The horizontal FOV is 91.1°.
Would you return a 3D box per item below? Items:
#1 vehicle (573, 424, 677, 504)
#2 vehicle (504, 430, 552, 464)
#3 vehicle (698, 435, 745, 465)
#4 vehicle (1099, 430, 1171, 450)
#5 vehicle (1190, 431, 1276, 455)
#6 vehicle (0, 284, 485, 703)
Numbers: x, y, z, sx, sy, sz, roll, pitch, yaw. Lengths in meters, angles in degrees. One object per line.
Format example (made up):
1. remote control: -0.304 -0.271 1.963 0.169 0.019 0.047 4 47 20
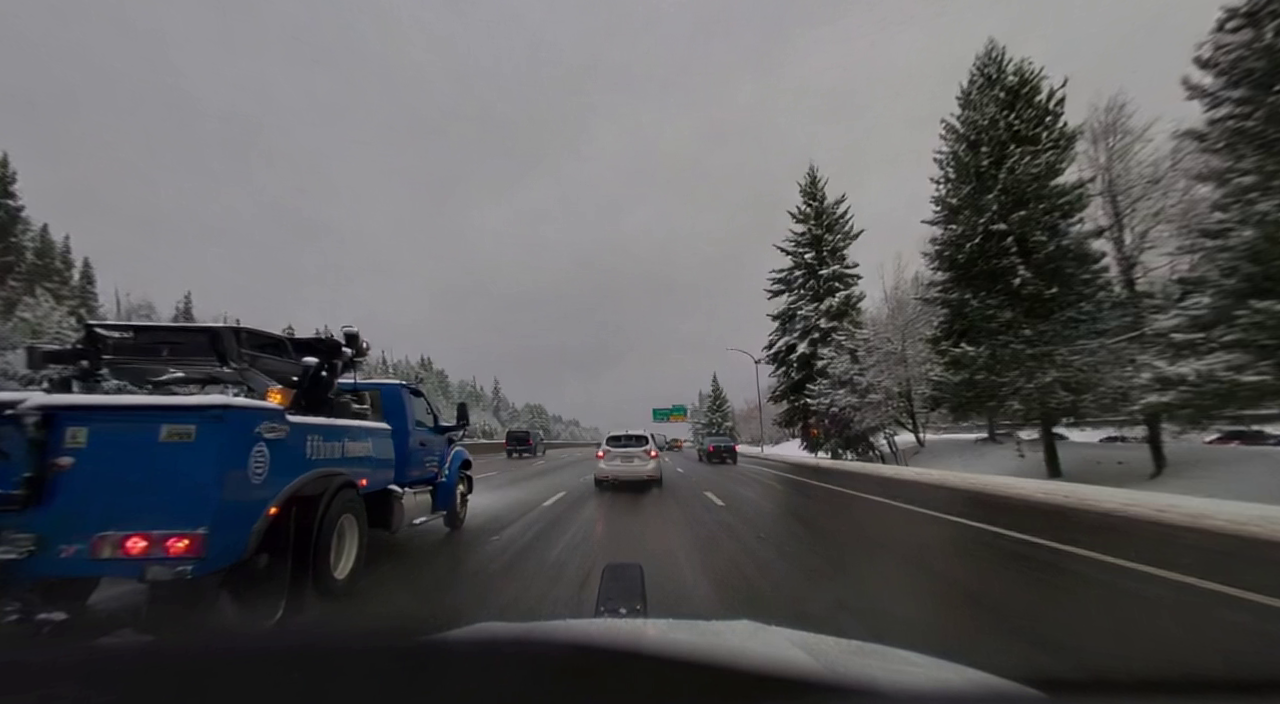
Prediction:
1. vehicle: -0.255 2.661 15.328 2.165 1.653 4.456 0 -8 1
2. vehicle: -6.786 5.830 38.516 2.036 1.958 4.378 0 -8 1
3. vehicle: 4.654 5.680 36.510 2.079 1.656 4.506 0 -8 0
4. vehicle: 37.599 6.701 47.718 3.931 1.459 1.792 0 -8 -1
5. vehicle: 37.304 5.730 39.550 3.522 1.413 1.839 0 -8 0
6. vehicle: -3.463 1.101 5.978 2.526 2.146 5.594 0 -8 0
